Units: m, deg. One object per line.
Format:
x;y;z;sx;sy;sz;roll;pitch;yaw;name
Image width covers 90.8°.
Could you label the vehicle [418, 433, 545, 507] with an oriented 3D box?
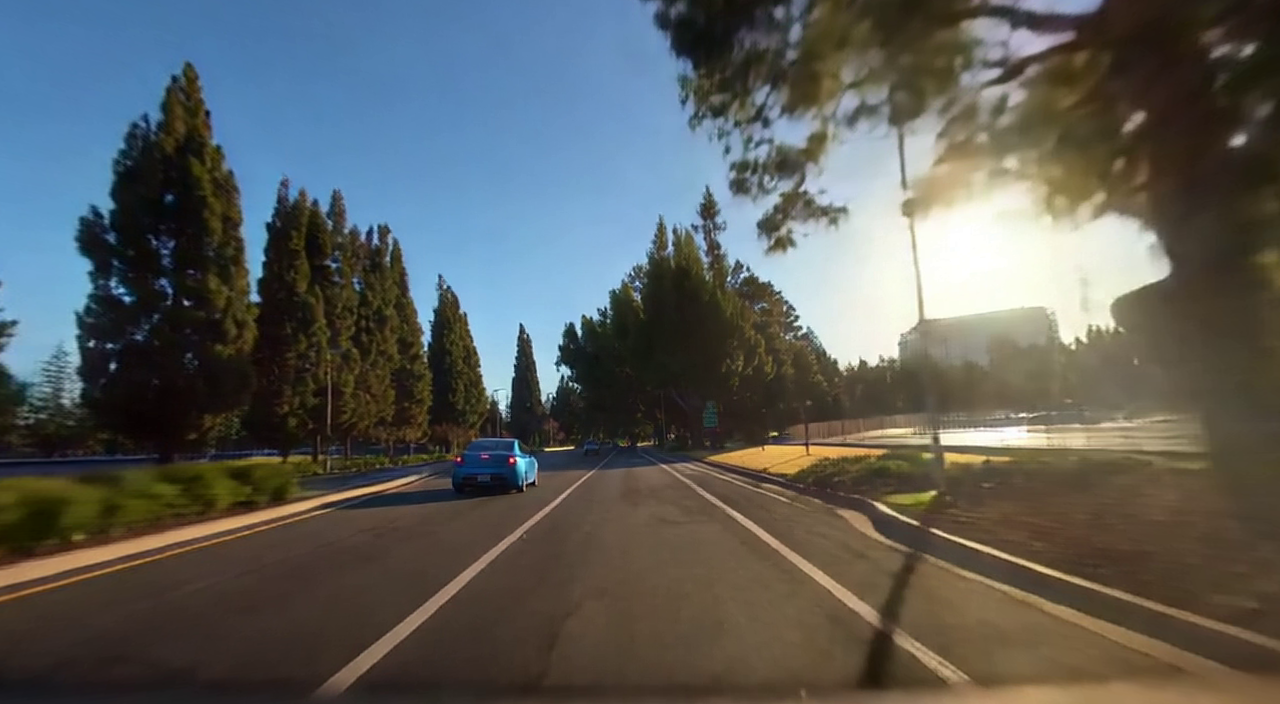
-3.525;2.675;14.888;1.964;1.472;4.078;0;-8;-1;vehicle
